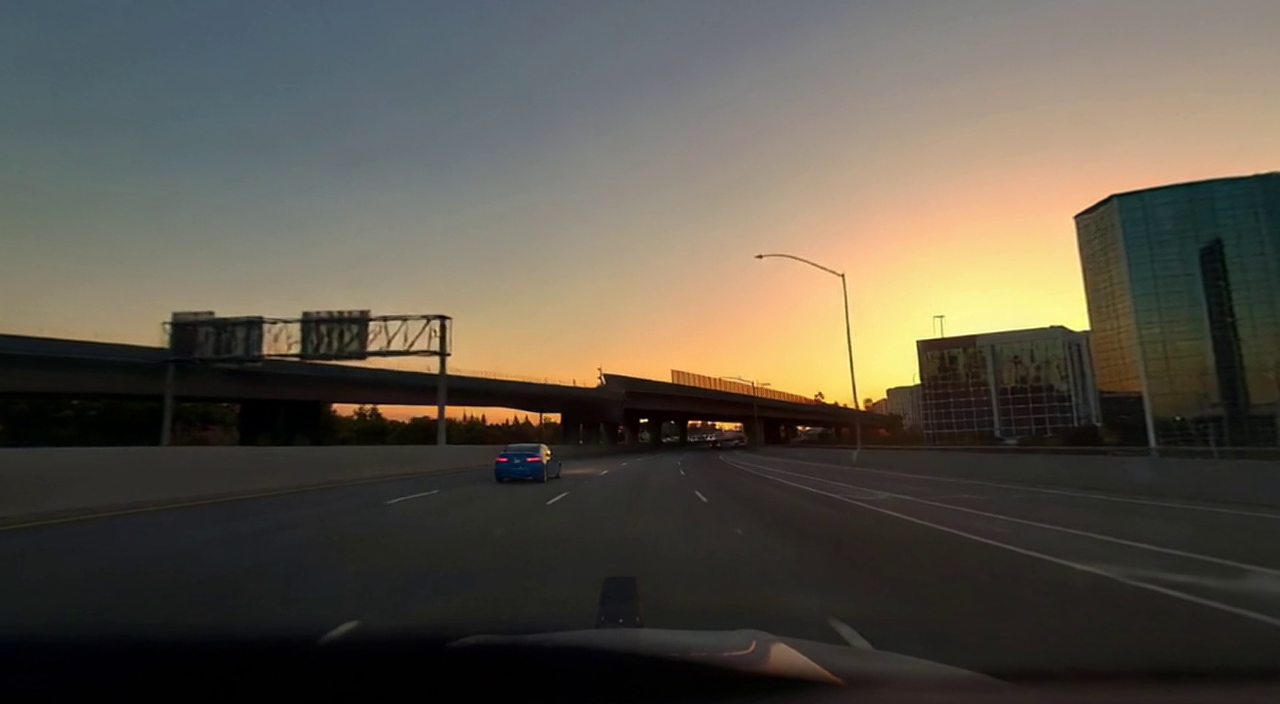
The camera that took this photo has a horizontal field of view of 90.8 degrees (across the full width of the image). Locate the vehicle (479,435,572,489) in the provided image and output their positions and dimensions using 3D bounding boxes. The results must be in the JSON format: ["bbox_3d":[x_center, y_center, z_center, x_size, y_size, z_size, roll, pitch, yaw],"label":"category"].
[{"bbox_3d":[-3.630,3.583,20.995,2.087,1.566,4.756,0,-8,2],"label":"vehicle"}]
